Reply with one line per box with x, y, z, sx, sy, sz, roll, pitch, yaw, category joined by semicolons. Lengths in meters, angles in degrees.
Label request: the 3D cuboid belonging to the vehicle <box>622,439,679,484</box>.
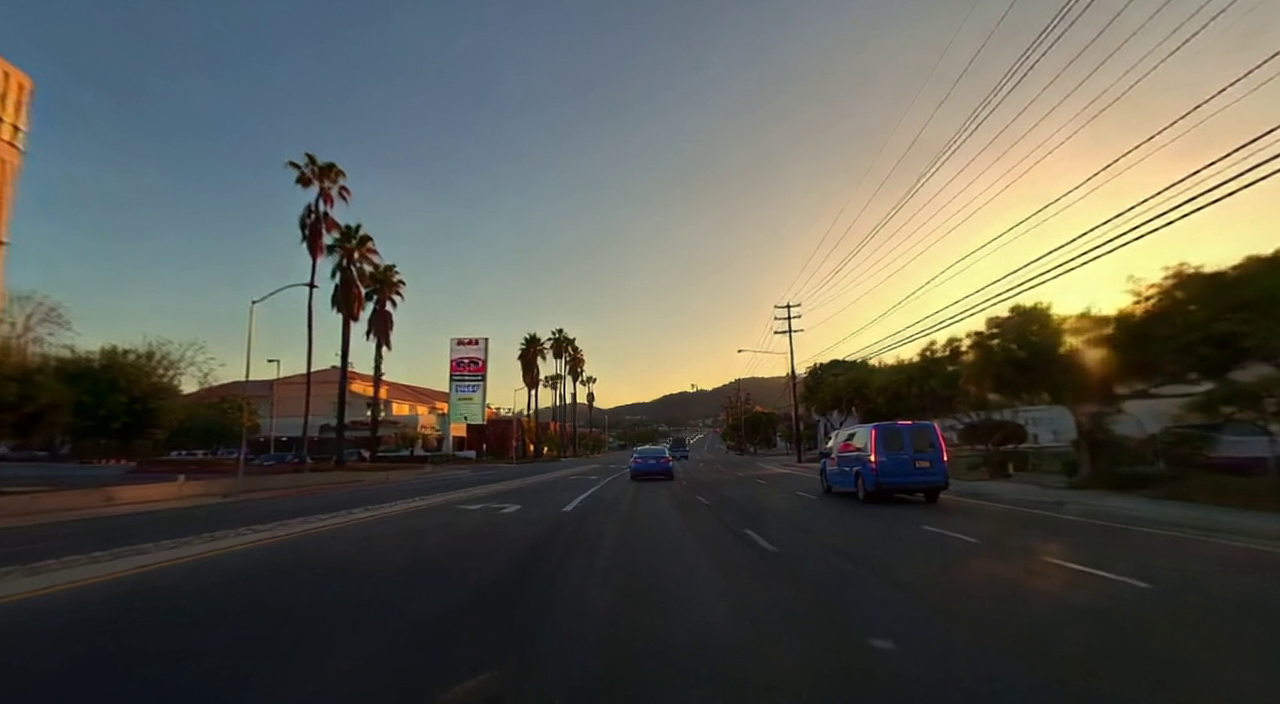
0.453;4.411;25.588;2.138;1.672;4.168;0;-9;2;vehicle

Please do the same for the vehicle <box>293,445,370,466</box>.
-23.597;7.914;48.255;4.942;1.557;2.032;-1;-9;8;vehicle

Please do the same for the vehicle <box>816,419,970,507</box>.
6.257;2.813;16.278;2.107;1.928;4.471;0;-9;0;vehicle
